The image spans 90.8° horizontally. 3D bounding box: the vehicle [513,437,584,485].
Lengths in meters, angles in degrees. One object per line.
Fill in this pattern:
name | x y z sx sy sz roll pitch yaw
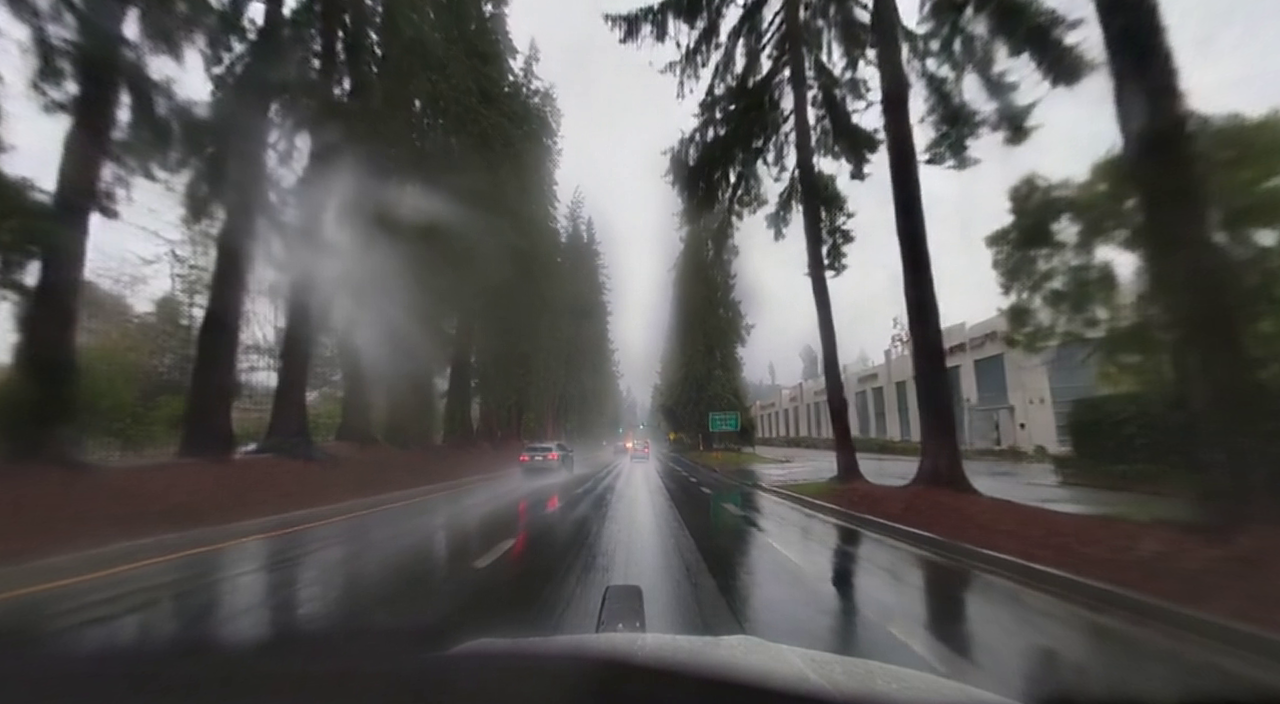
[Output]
vehicle | -3.295 4.019 23.550 1.942 1.588 4.172 0 -9 1
